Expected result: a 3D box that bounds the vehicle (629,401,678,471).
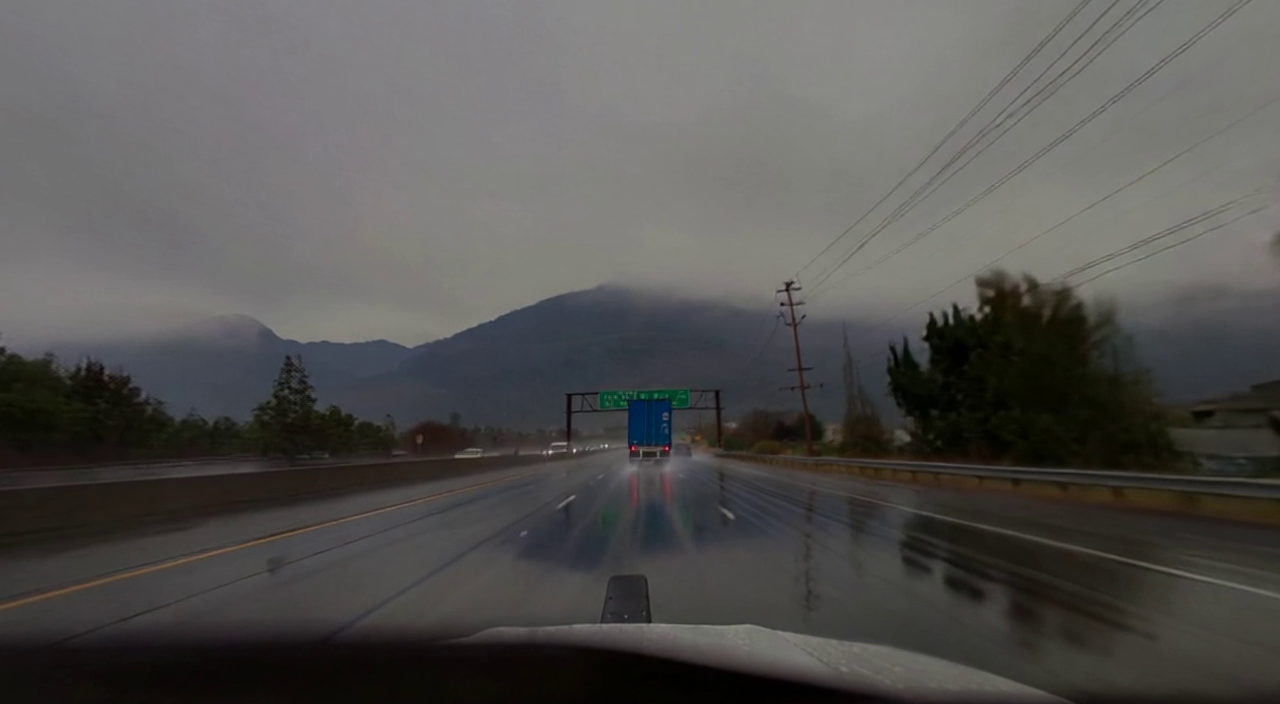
[{"bbox_3d":[0.734,5.829,43.280,2.919,4.101,11.541,0,-8,-1],"label":"vehicle"}]
